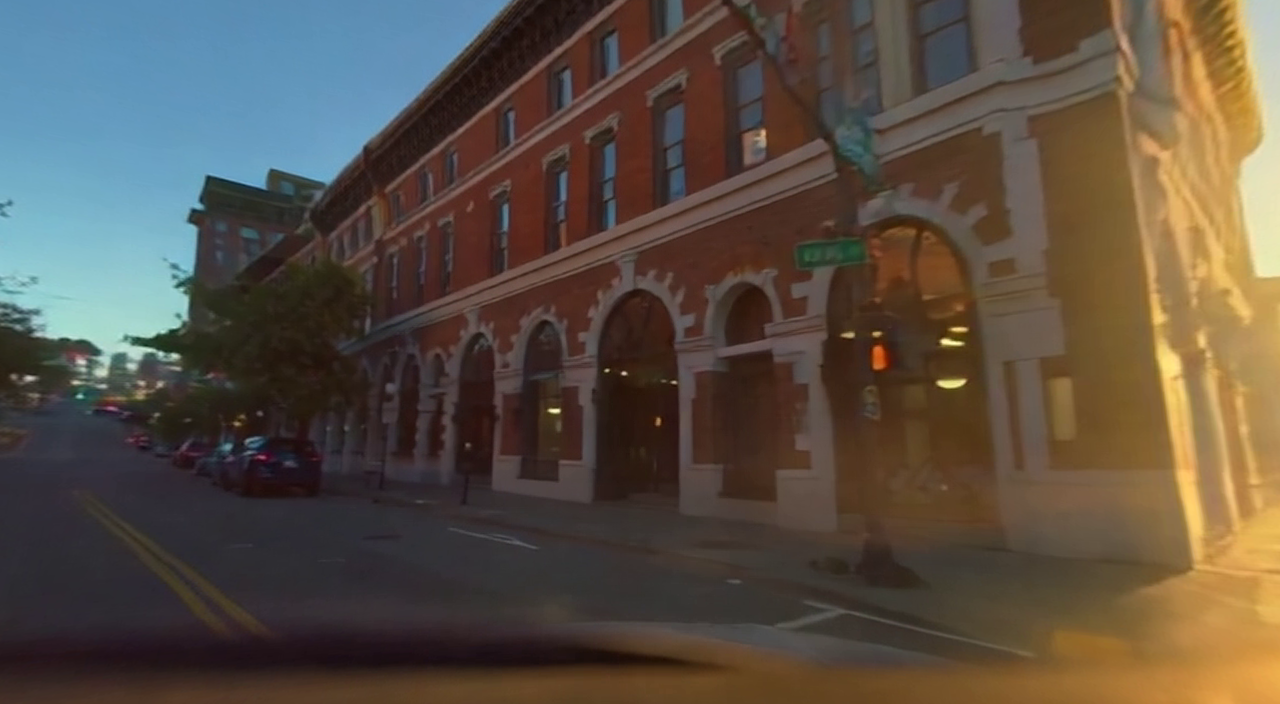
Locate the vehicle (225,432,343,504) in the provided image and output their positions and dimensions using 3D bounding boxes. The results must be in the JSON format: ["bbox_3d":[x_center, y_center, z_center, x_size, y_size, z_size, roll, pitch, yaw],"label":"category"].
[{"bbox_3d":[-10.495,3.311,18.423,1.953,1.804,4.518,7,-11,-41],"label":"vehicle"}]
